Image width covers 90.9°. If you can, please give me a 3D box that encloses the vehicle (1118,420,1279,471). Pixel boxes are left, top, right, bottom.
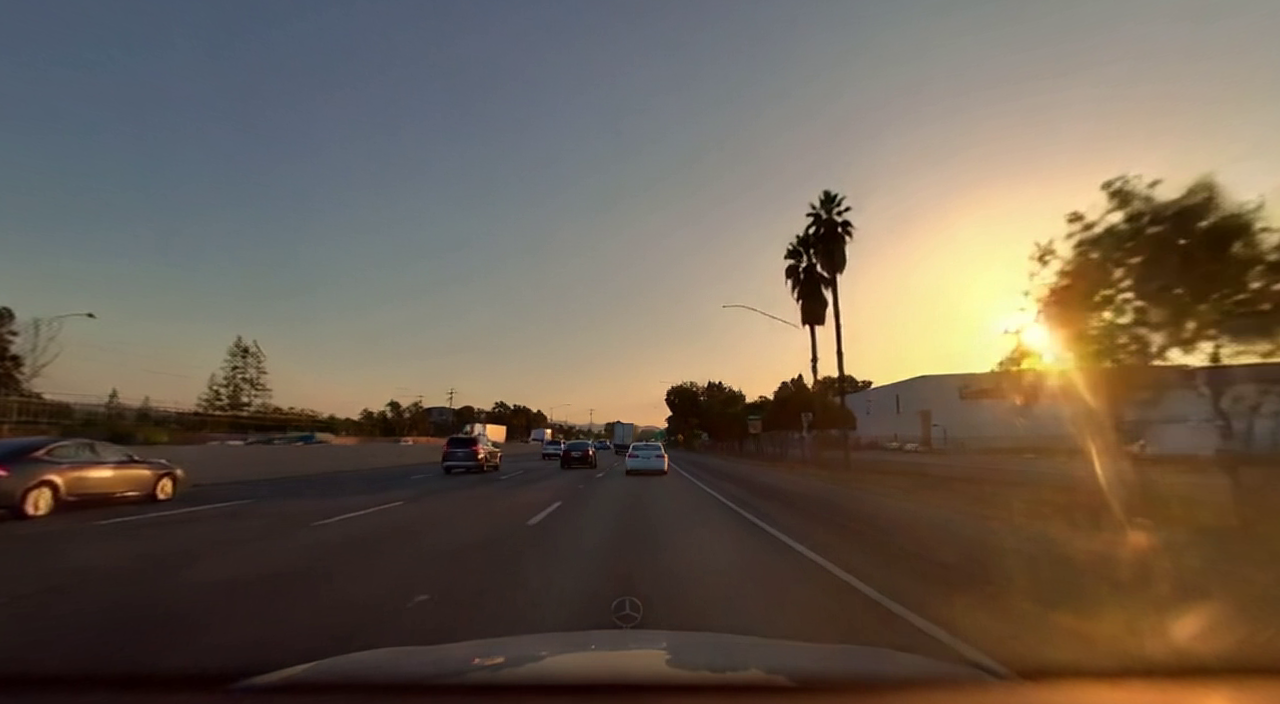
[{"bbox_3d":[35.225,5.838,39.670,2.768,2.798,9.669,0,-8,0],"label":"vehicle"}]

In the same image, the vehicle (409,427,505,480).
[{"bbox_3d":[-6.773,3.818,23.938,2.105,1.790,4.689,0,-8,2],"label":"vehicle"}]

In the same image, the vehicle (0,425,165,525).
[{"bbox_3d":[-10.667,1.974,10.250,1.910,1.501,5.004,0,-8,1],"label":"vehicle"}]

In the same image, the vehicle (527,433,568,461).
[{"bbox_3d":[-6.704,6.974,46.406,2.085,1.932,4.967,0,-8,2],"label":"vehicle"}]

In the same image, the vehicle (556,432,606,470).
[{"bbox_3d":[-3.074,5.244,33.598,2.108,1.832,4.549,0,-8,2],"label":"vehicle"}]

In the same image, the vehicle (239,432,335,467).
[{"bbox_3d":[-16.944,4.705,30.569,1.900,1.540,4.670,0,-8,1],"label":"vehicle"}]

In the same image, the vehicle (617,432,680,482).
[{"bbox_3d":[0.289,3.860,23.480,2.136,1.678,4.052,0,-8,1],"label":"vehicle"}]
